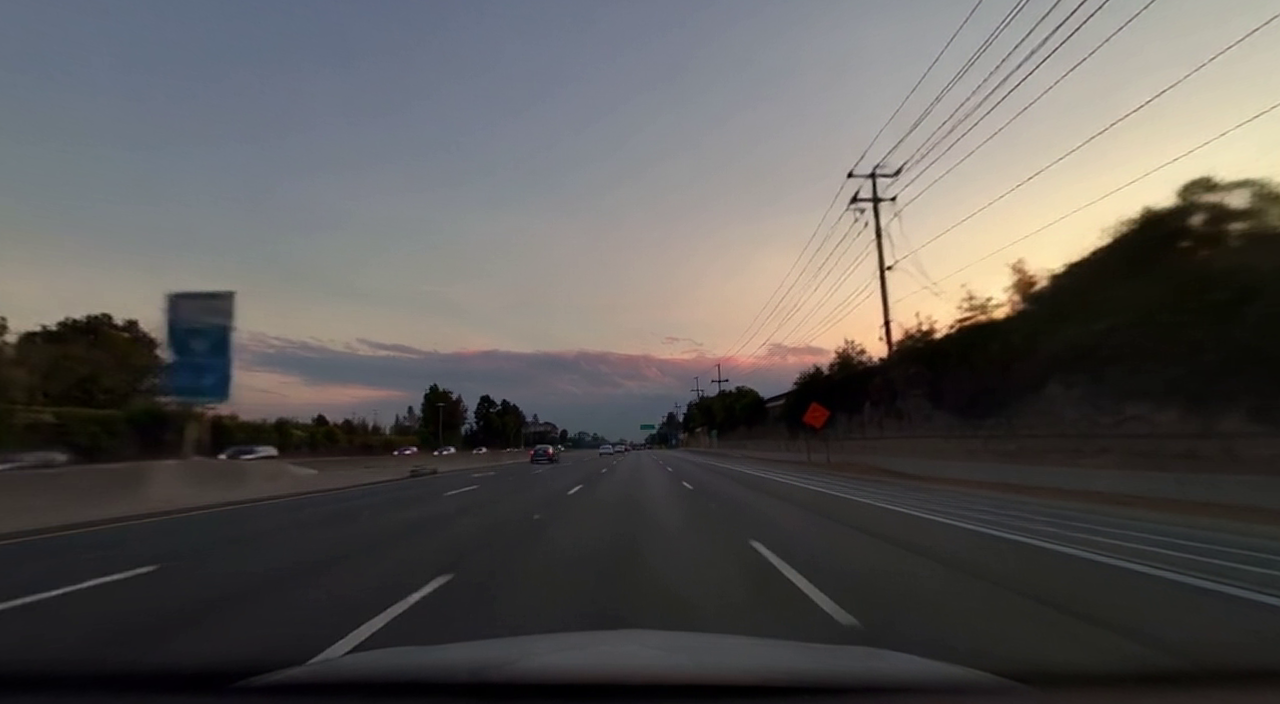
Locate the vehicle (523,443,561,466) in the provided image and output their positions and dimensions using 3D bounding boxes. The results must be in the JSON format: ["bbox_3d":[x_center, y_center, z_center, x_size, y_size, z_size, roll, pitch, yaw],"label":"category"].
[{"bbox_3d":[-7.104,7.487,46.068,2.034,1.563,4.476,0,-9,1],"label":"vehicle"}]

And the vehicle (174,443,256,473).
[{"bbox_3d":[-26.179,6.549,38.987,1.962,1.701,4.482,0,-9,0],"label":"vehicle"}]
